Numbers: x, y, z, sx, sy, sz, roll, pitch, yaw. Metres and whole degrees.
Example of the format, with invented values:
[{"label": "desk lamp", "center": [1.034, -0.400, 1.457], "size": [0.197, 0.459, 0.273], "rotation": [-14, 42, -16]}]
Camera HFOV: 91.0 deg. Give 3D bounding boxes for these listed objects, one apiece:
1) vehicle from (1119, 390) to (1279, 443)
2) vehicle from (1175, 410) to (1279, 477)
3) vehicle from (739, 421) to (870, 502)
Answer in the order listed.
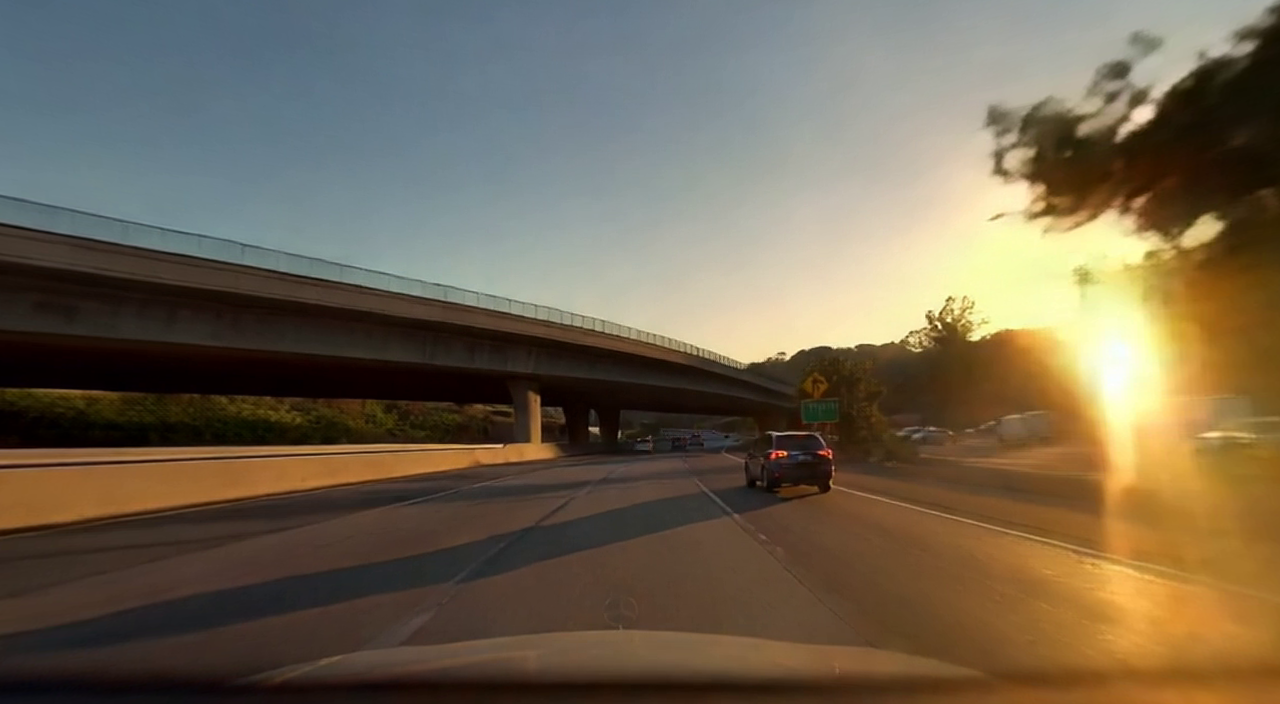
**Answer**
[{"label": "vehicle", "center": [36.431, 4.317, 40.805], "size": [8.026, 2.943, 2.564], "rotation": [-10, -12, 40]}, {"label": "vehicle", "center": [19.135, 2.756, 18.971], "size": [2.165, 1.867, 4.641], "rotation": [-1, -8, 5]}, {"label": "vehicle", "center": [3.872, 2.670, 15.692], "size": [2.090, 1.715, 4.228], "rotation": [0, -8, 0]}]
